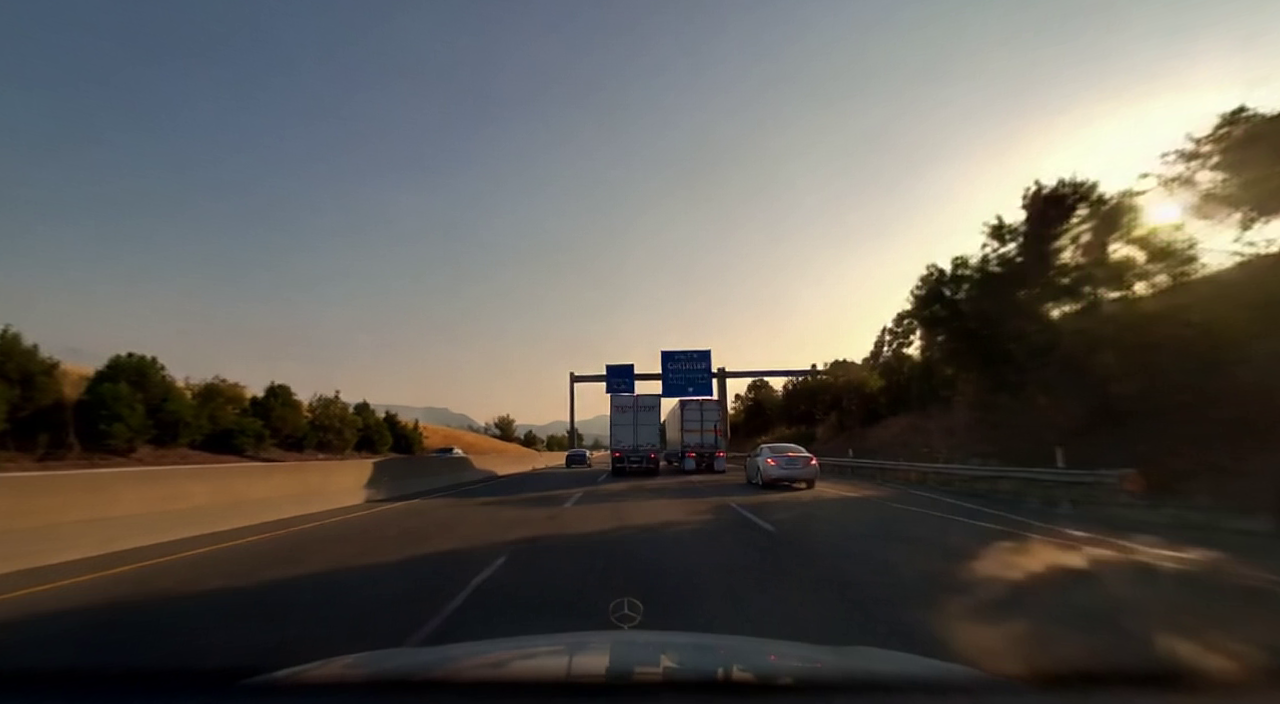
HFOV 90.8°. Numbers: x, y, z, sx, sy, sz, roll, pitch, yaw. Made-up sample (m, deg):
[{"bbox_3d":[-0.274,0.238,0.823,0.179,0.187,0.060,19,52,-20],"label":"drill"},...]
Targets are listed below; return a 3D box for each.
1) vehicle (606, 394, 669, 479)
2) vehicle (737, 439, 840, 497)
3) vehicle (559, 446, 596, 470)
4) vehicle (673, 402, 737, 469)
[{"bbox_3d":[-0.185,4.540,33.447,2.864,3.805,9.709,0,-9,-1],"label":"vehicle"},{"bbox_3d":[4.411,3.529,19.631,2.086,1.530,4.808,0,-9,1],"label":"vehicle"},{"bbox_3d":[-4.109,7.099,42.418,2.067,1.452,4.085,0,-9,0],"label":"vehicle"},{"bbox_3d":[4.427,6.313,46.680,3.044,4.128,14.482,0,-9,-1],"label":"vehicle"}]
